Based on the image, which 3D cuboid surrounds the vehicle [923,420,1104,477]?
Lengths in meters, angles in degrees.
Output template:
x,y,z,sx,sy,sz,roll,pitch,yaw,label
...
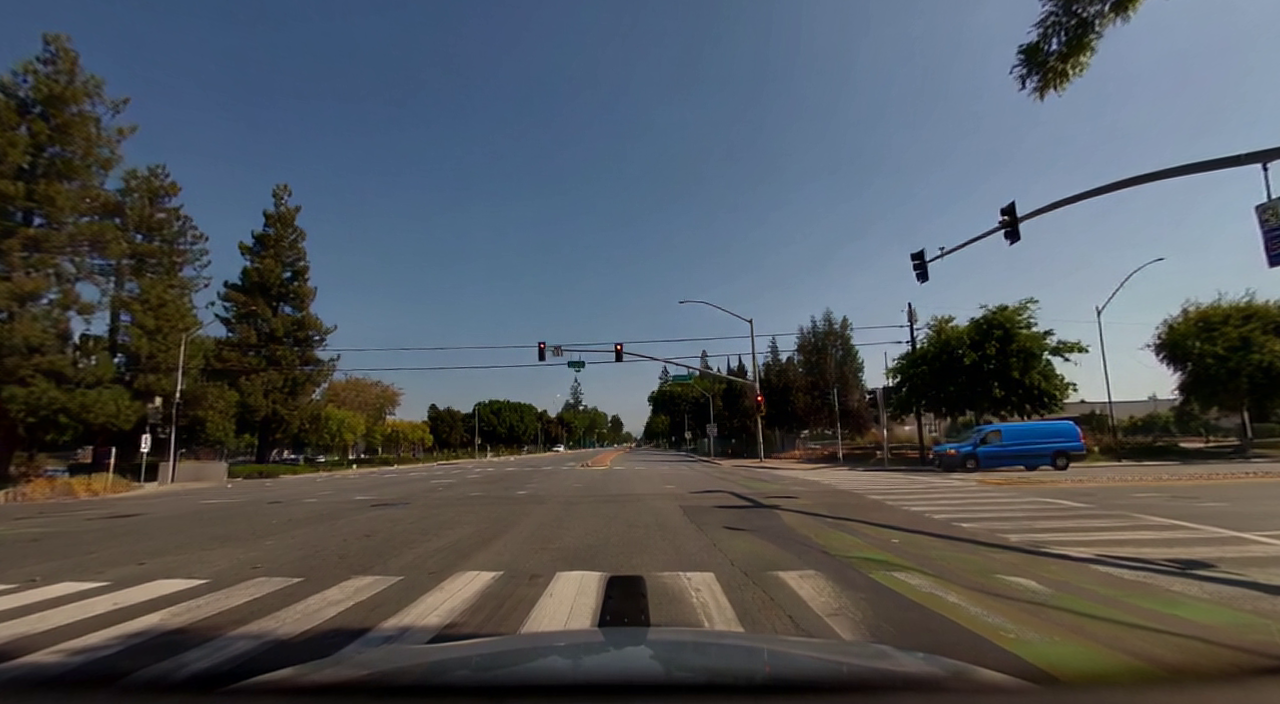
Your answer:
x,y,z,sx,sy,sz,roll,pitch,yaw,label
12.433,3.241,21.227,4.790,1.798,1.909,0,-8,1,vehicle
